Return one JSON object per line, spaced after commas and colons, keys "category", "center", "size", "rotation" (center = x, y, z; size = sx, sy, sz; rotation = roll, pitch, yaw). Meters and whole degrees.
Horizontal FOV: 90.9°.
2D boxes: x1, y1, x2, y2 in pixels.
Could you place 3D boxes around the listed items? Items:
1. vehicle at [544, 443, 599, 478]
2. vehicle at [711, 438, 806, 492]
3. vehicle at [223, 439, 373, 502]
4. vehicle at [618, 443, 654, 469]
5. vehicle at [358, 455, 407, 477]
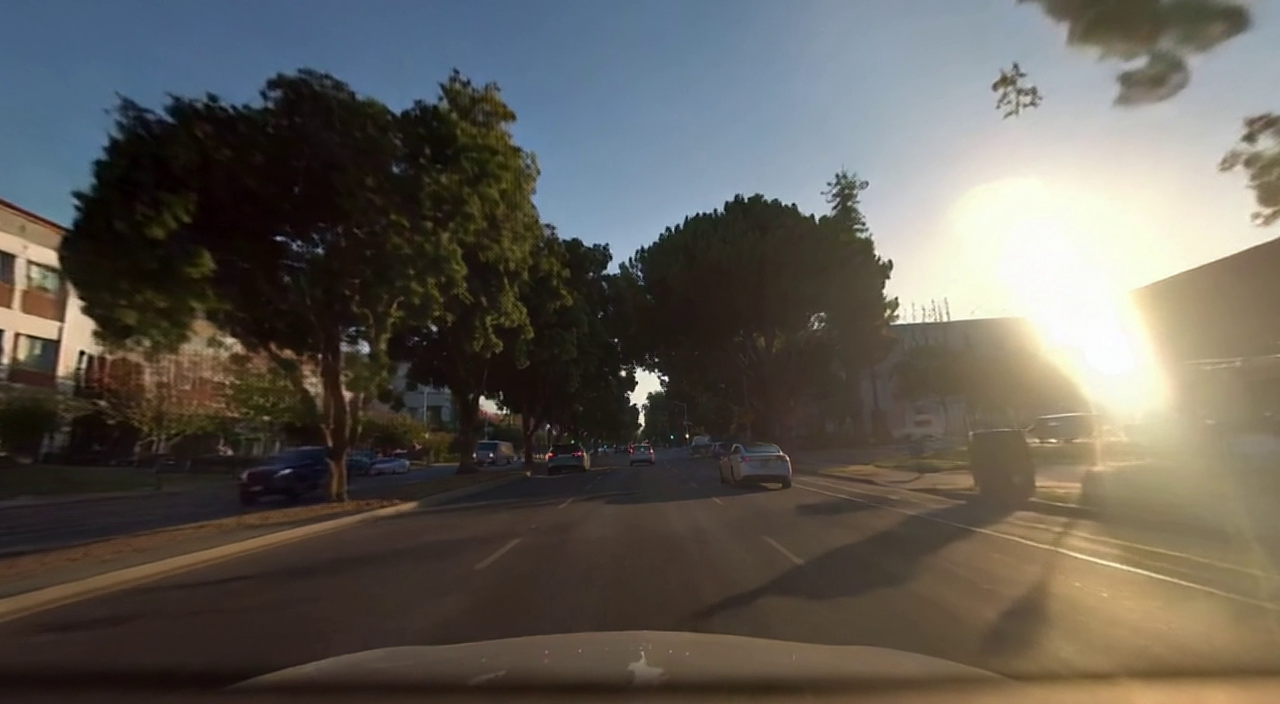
{"category": "vehicle", "center": [-3.118, 5.070, 29.722], "size": [2.082, 1.467, 4.379], "rotation": [-1, -8, 0]}
{"category": "vehicle", "center": [3.552, 3.474, 19.781], "size": [1.990, 1.486, 4.431], "rotation": [0, -8, -1]}
{"category": "vehicle", "center": [-12.394, 4.296, 23.494], "size": [2.296, 1.941, 5.816], "rotation": [-2, -8, 0]}
{"category": "vehicle", "center": [-0.265, 6.415, 39.147], "size": [2.101, 1.480, 3.929], "rotation": [0, -8, -1]}
{"category": "vehicle", "center": [-18.967, 8.402, 46.572], "size": [1.924, 1.493, 4.006], "rotation": [0, -8, 0]}
